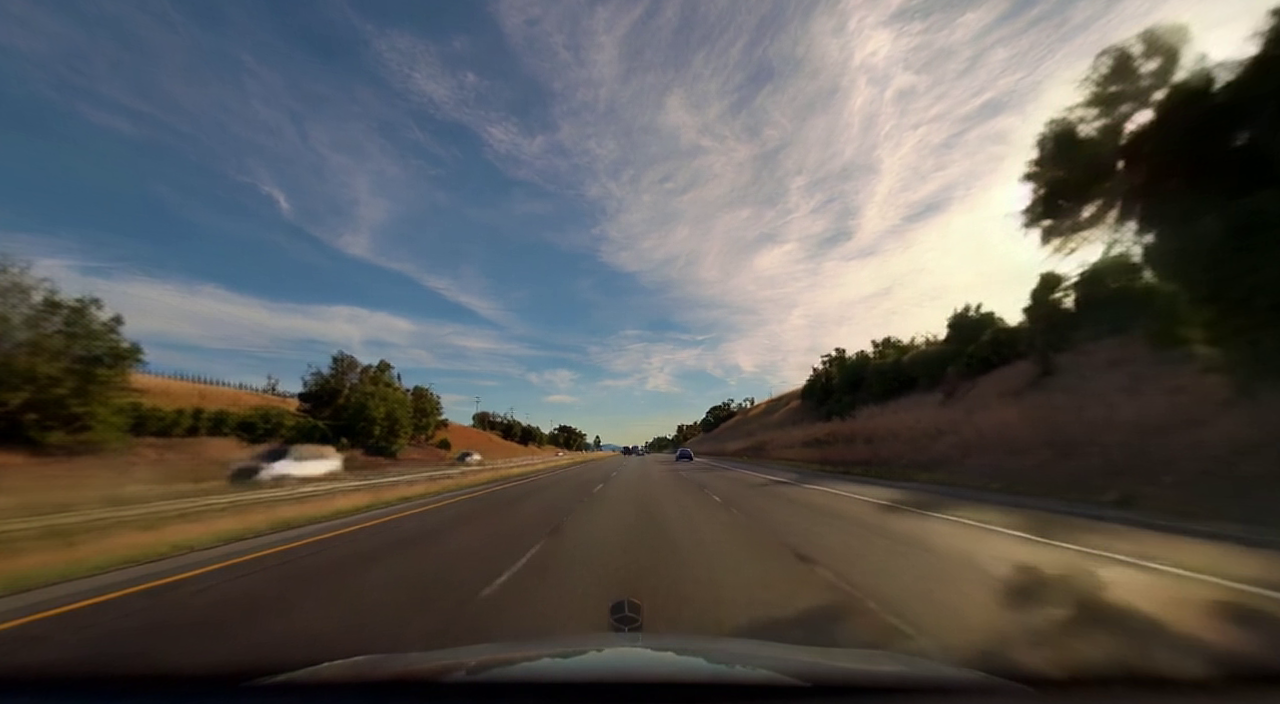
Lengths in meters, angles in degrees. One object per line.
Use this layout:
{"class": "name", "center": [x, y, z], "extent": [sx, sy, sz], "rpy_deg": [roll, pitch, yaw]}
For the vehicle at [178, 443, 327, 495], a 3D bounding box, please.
{"class": "vehicle", "center": [-12.248, 3.706, 20.334], "extent": [2.158, 1.468, 4.077], "rpy_deg": [0, -9, 1]}
